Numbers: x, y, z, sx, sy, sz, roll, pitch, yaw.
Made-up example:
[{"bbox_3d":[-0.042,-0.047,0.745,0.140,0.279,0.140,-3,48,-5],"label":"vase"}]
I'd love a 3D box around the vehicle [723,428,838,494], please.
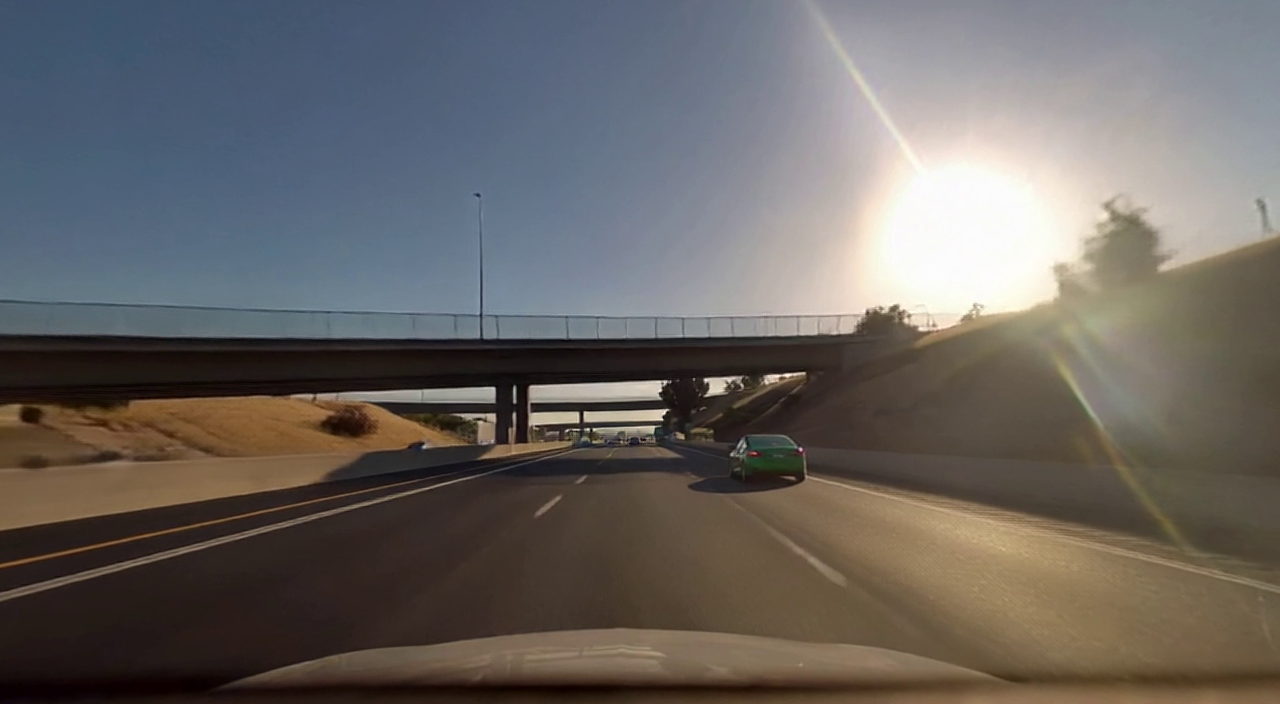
[{"bbox_3d":[3.452,2.747,16.253,1.946,1.481,3.969,0,-8,-2],"label":"vehicle"}]
